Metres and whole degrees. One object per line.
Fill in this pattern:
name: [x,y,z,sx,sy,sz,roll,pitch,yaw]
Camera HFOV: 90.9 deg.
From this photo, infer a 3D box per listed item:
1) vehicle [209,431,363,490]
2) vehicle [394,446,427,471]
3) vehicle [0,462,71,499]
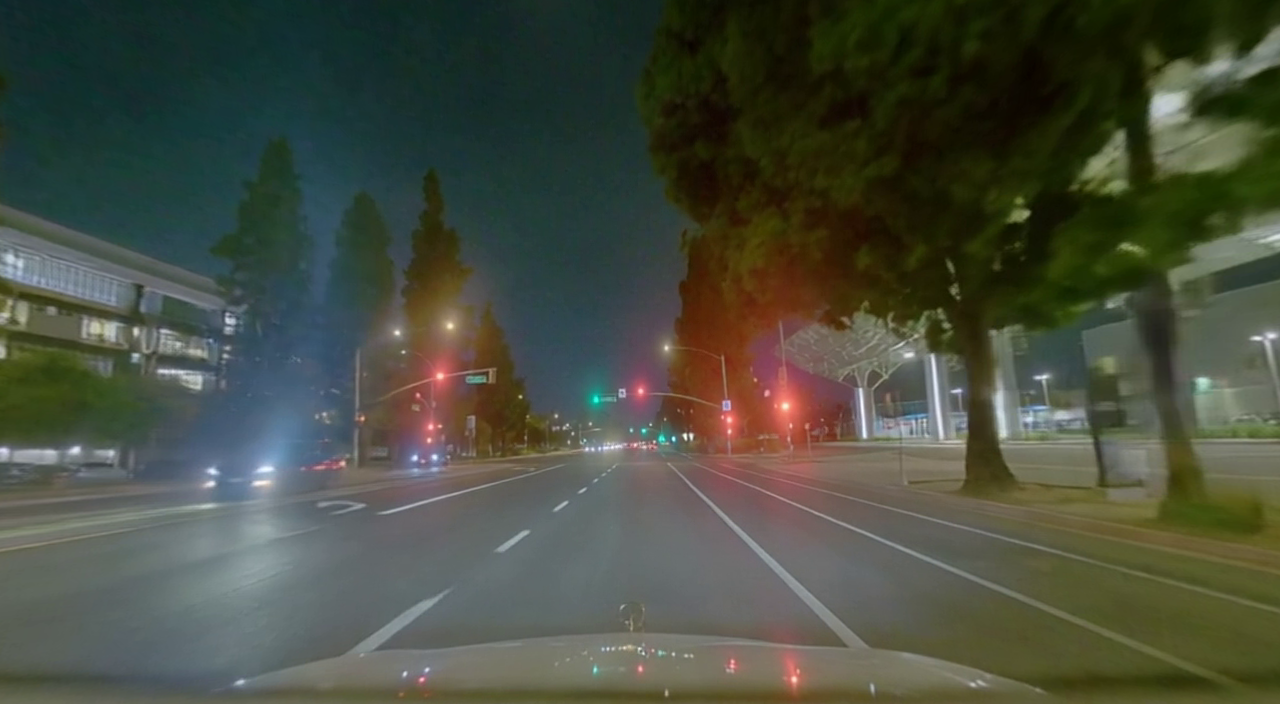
vehicle: [-12.587,3.895,23.042,2.225,1.876,5.661,0,-8,2]
vehicle: [-17.088,7.860,46.771,1.999,1.710,4.228,4,-9,-23]
vehicle: [-34.537,7.043,34.816,2.020,1.812,4.914,1,-8,-8]
